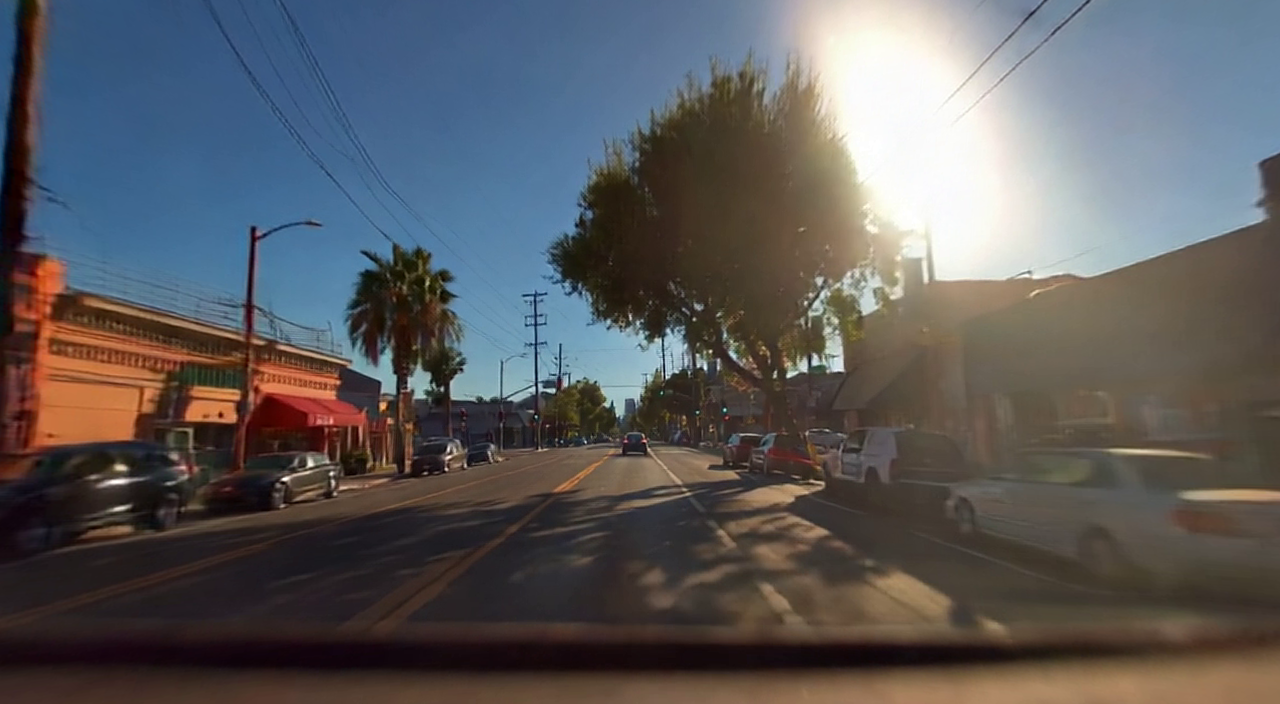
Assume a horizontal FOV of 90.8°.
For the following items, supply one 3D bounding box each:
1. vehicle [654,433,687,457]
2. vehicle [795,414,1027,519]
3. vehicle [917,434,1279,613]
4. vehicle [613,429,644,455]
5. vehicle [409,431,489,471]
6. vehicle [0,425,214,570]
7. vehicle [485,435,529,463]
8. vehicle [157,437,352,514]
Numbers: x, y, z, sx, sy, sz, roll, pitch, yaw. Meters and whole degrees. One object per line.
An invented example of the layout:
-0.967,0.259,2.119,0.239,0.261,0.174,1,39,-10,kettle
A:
2.049,6.398,43.662,1.998,1.580,4.015,0,-8,-1,vehicle
5.564,2.442,14.279,2.293,1.830,6.070,0,-8,-3,vehicle
5.588,1.762,7.818,2.089,1.459,4.930,0,-7,0,vehicle
-0.855,6.867,48.295,2.301,1.854,4.919,0,-8,-1,vehicle
-9.678,5.081,32.634,2.305,1.883,5.580,0,-8,1,vehicle
-10.077,2.350,11.084,2.020,2.013,4.758,0,-8,-3,vehicle
-10.046,7.388,48.221,2.048,1.985,6.011,0,-8,0,vehicle
-10.105,3.214,17.318,1.988,1.718,5.661,0,-8,-2,vehicle
